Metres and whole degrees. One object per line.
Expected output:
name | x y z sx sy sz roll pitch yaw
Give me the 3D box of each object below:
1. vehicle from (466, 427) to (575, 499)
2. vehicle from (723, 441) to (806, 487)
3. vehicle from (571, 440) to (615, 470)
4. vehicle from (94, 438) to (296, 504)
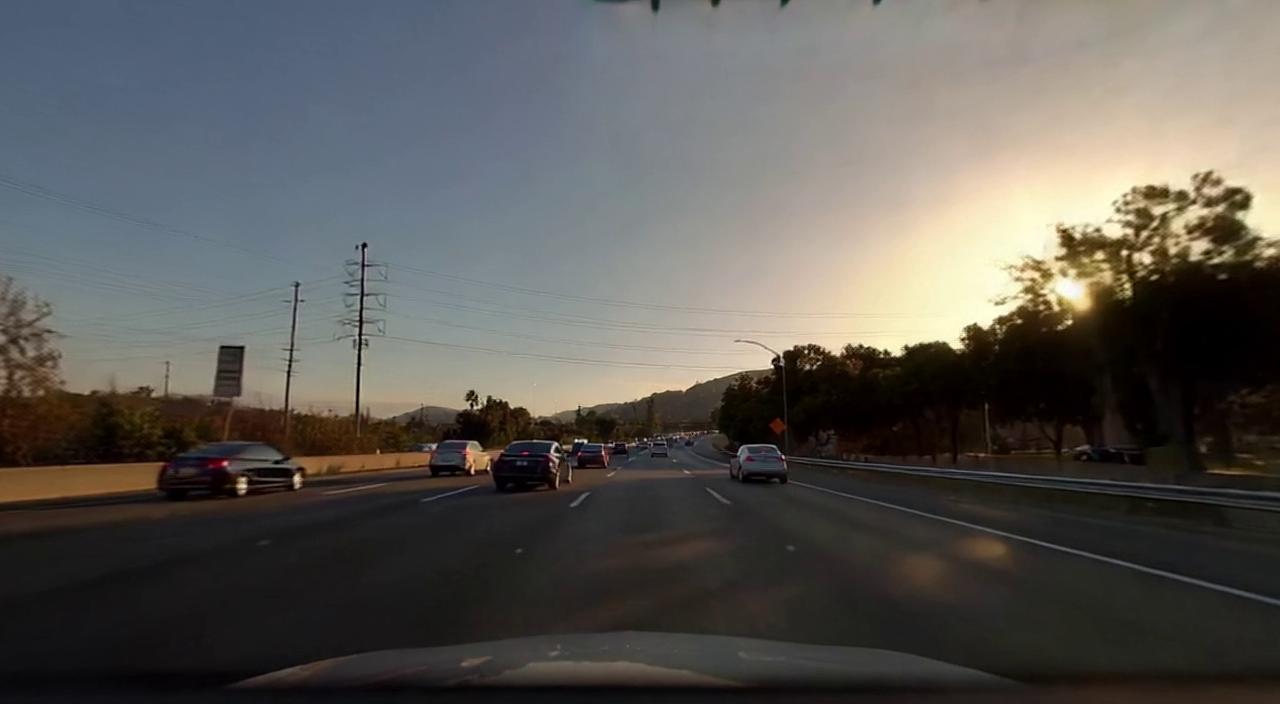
vehicle | -3.220 3.116 18.036 2.133 1.775 4.530 0 -8 1
vehicle | 4.349 3.971 22.783 2.022 1.472 4.678 0 -8 0
vehicle | -2.689 6.038 37.252 2.133 1.668 4.505 0 -8 2
vehicle | -11.239 3.006 16.446 1.877 1.458 4.543 0 -8 1
